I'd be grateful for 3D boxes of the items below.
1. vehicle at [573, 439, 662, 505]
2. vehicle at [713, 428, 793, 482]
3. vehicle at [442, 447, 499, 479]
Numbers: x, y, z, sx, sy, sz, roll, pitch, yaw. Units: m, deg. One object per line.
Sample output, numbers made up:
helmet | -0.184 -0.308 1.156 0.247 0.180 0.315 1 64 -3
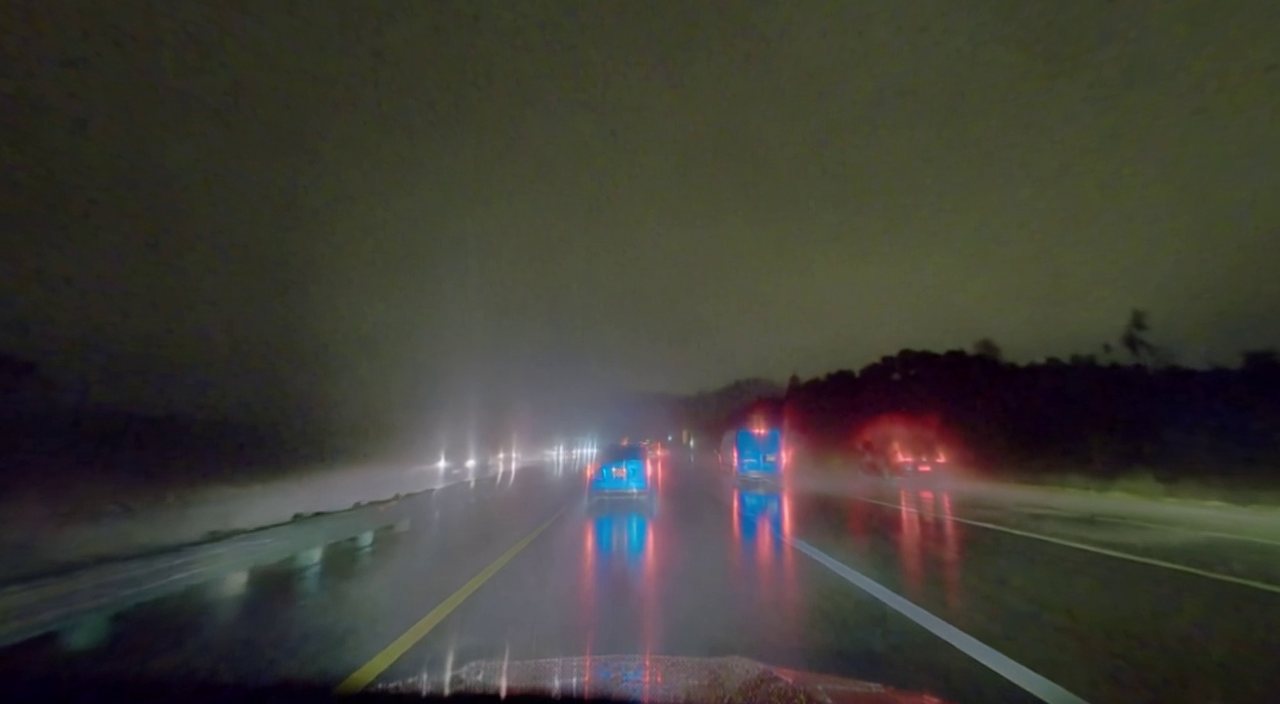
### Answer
vehicle | -0.518 3.037 16.269 2.029 1.483 3.769 0 -9 0
vehicle | 4.439 4.153 25.458 2.261 1.952 4.784 0 -9 -1
vehicle | -8.812 5.775 32.879 1.851 1.542 4.150 0 -9 0
